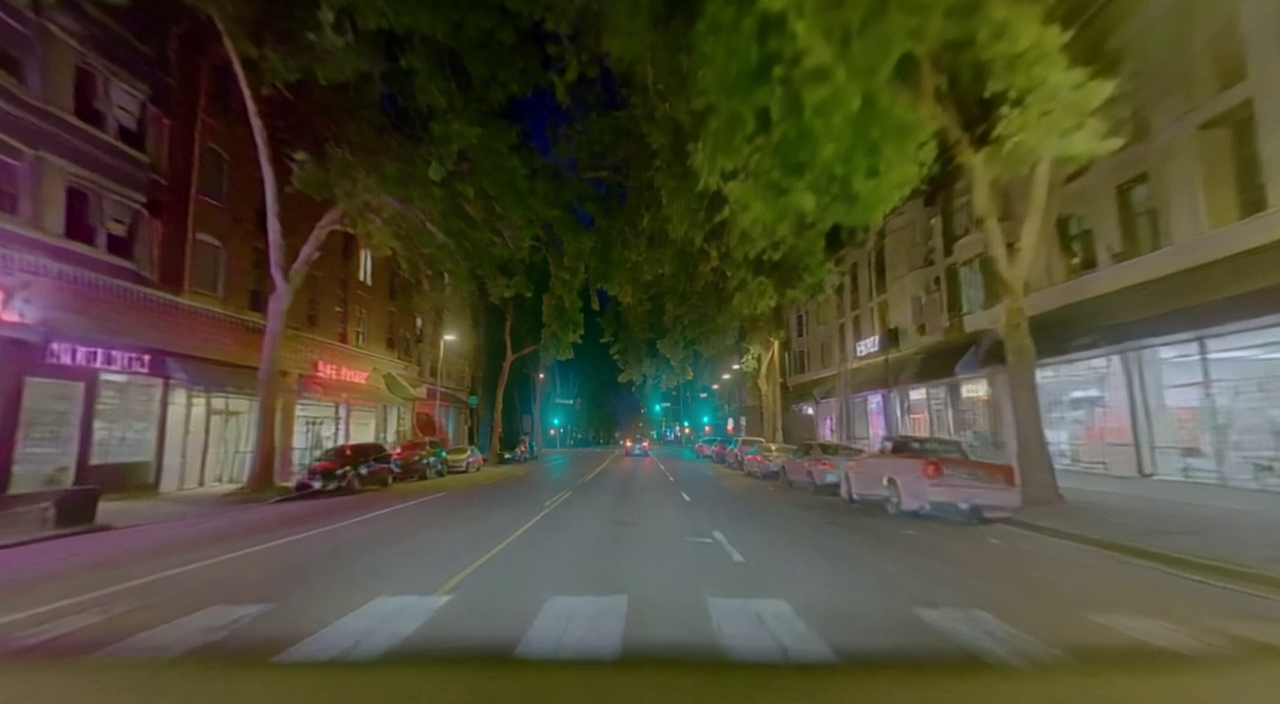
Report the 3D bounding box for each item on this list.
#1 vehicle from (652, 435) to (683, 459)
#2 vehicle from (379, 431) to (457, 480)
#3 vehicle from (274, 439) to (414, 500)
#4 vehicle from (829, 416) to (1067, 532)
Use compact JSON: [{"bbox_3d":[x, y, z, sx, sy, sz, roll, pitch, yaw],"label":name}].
[{"bbox_3d":[1.951,6.831,45.475,1.998,1.580,4.015,0,-8,-1],"label":"vehicle"},{"bbox_3d":[-10.053,4.712,29.000,2.020,2.013,4.758,0,-8,-3],"label":"vehicle"},{"bbox_3d":[-9.954,3.959,21.907,2.081,1.819,5.607,0,-8,0],"label":"vehicle"},{"bbox_3d":[5.573,2.271,12.441,2.042,1.787,5.110,0,-8,-1],"label":"vehicle"}]
